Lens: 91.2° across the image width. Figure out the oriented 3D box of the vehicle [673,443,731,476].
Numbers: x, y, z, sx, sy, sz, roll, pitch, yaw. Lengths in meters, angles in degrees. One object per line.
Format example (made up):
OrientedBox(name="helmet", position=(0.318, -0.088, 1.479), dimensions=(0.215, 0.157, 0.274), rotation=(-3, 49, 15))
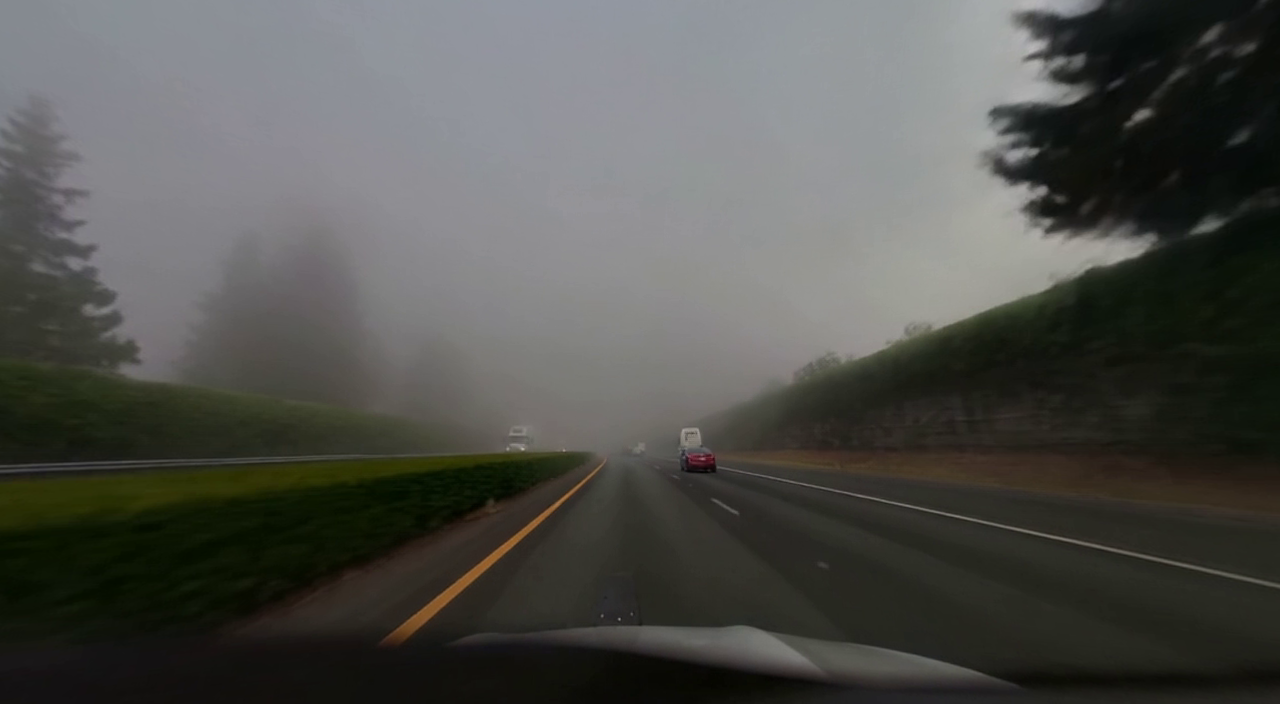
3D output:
OrientedBox(name="vehicle", position=(3.039, 5.358, 31.529), dimensions=(2.244, 1.498, 4.338), rotation=(0, -9, -3))
